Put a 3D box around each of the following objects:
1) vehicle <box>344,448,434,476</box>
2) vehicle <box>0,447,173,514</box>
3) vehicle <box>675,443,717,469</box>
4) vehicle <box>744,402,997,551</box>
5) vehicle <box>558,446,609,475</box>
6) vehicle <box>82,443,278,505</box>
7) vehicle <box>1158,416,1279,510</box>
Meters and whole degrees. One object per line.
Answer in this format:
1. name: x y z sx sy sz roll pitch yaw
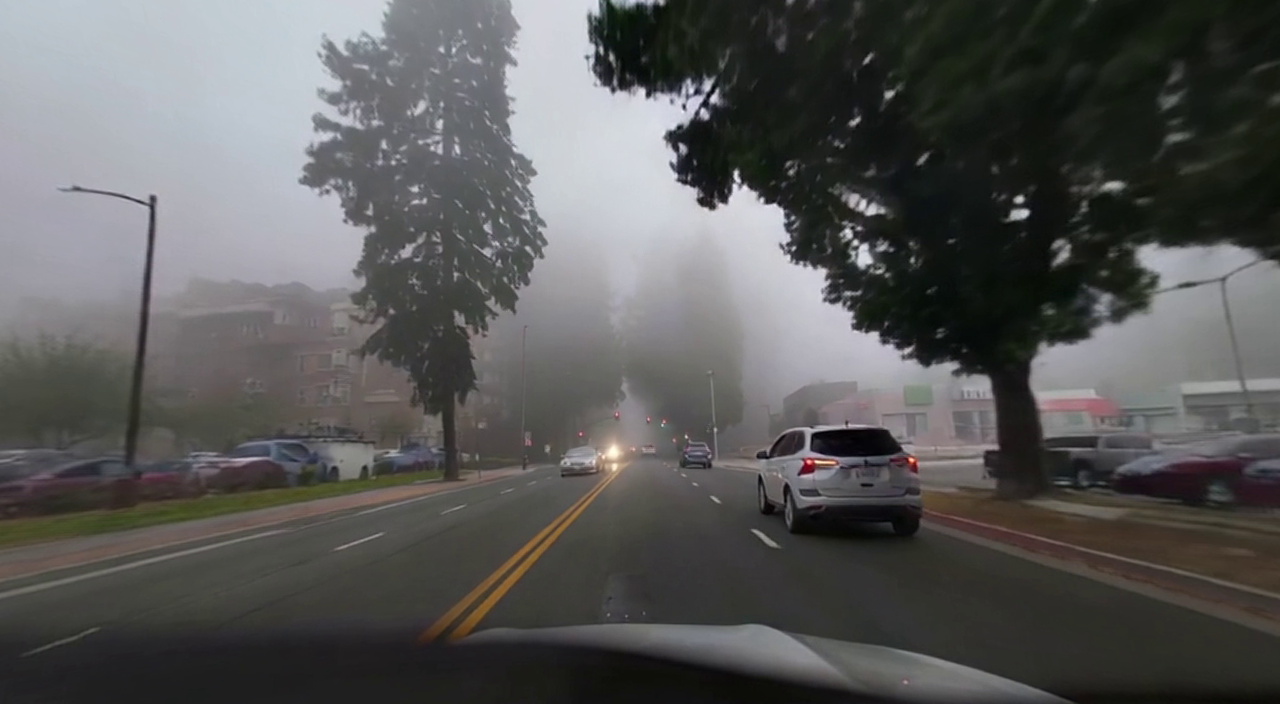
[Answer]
1. vehicle: -14.352 6.269 36.189 4.318 1.483 1.994 7 -11 -41
2. vehicle: -15.078 3.395 16.831 3.993 1.566 2.114 5 -12 -33
3. vehicle: 3.406 6.394 38.975 2.072 1.471 4.834 0 -9 -1
4. vehicle: 3.331 1.950 10.573 2.251 1.861 5.144 0 -9 0
5. vehicle: -2.901 5.679 33.276 2.133 1.439 4.280 -1 -9 3
6. vehicle: -14.834 3.867 20.513 4.835 1.766 2.076 7 -11 -41
7. vehicle: 12.165 1.978 11.465 3.671 1.529 2.056 0 -9 -3
